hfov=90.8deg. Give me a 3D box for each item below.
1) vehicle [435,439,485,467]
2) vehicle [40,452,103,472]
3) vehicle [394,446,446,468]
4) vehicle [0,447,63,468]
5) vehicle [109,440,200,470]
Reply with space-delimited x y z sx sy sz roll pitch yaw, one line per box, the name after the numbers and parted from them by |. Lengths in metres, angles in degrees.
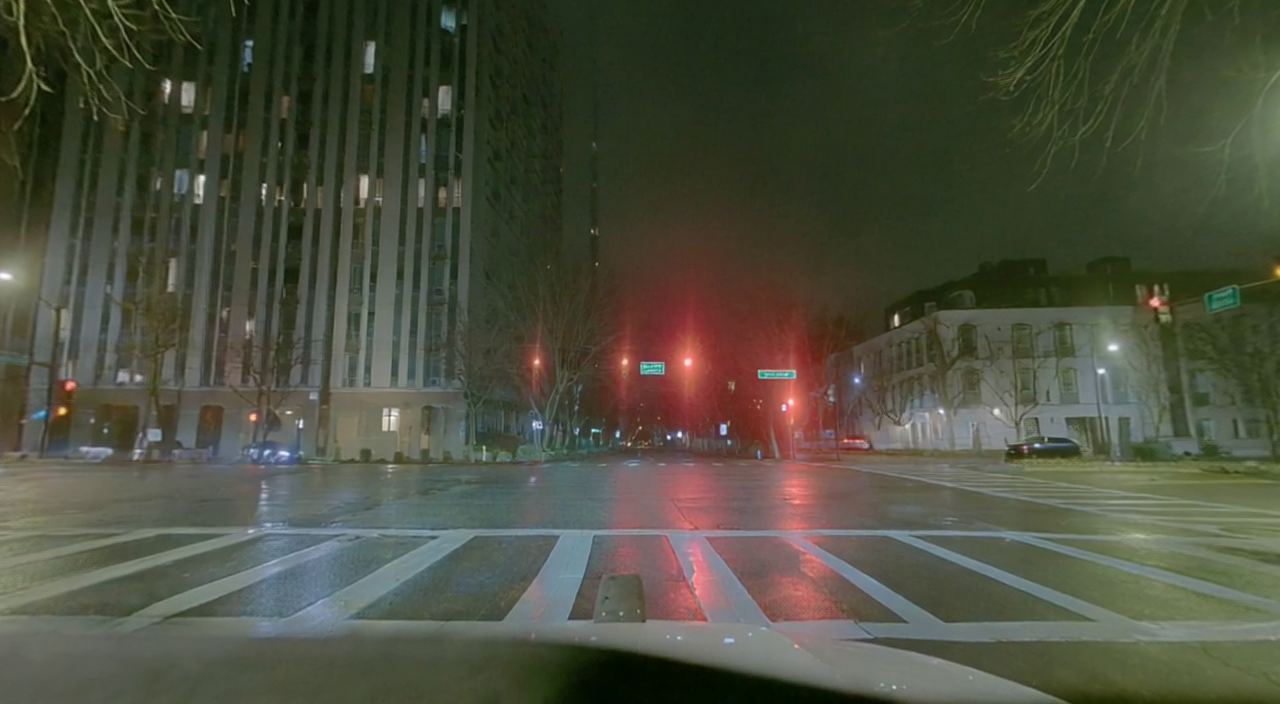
-11.983 6.759 42.338 2.080 1.763 4.341 0 -8 0 | vehicle
-41.606 8.024 46.316 1.552 1.339 3.340 -1 -8 -1 | vehicle
-15.511 7.424 44.805 2.056 1.450 4.343 0 -8 0 | vehicle
-45.275 7.759 46.596 1.858 1.467 3.624 0 -8 0 | vehicle
-34.915 7.412 45.725 2.204 1.955 5.518 0 -8 0 | vehicle
